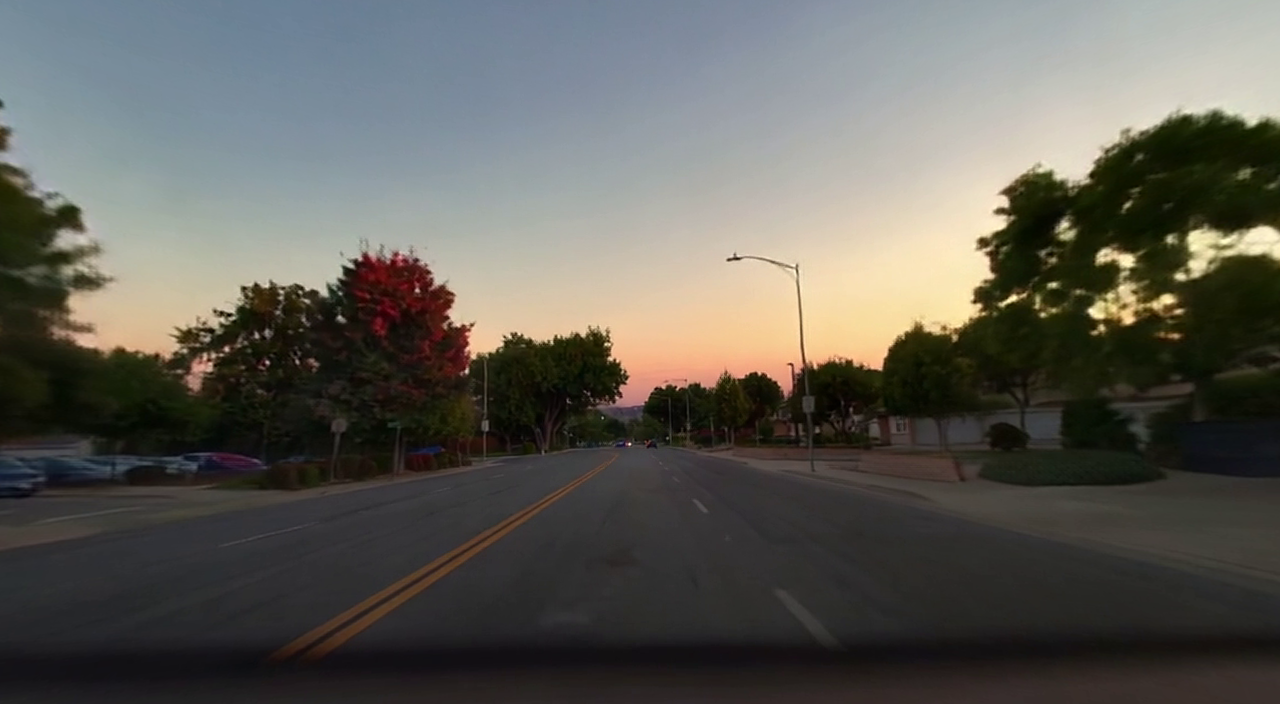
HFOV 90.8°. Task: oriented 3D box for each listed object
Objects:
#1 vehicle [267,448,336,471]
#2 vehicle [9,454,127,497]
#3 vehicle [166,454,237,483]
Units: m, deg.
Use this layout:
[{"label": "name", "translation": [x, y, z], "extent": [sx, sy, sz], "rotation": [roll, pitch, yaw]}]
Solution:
[{"label": "vehicle", "translation": [-23.741, 7.522, 44.209], "extent": [4.791, 1.421, 1.985], "rotation": [-4, -10, 31]}, {"label": "vehicle", "translation": [-23.469, 5.005, 25.918], "extent": [4.584, 1.562, 2.091], "rotation": [-5, -10, 29]}, {"label": "vehicle", "translation": [-28.366, 7.484, 40.830], "extent": [4.425, 1.570, 1.959], "rotation": [-4, -8, 30]}]
